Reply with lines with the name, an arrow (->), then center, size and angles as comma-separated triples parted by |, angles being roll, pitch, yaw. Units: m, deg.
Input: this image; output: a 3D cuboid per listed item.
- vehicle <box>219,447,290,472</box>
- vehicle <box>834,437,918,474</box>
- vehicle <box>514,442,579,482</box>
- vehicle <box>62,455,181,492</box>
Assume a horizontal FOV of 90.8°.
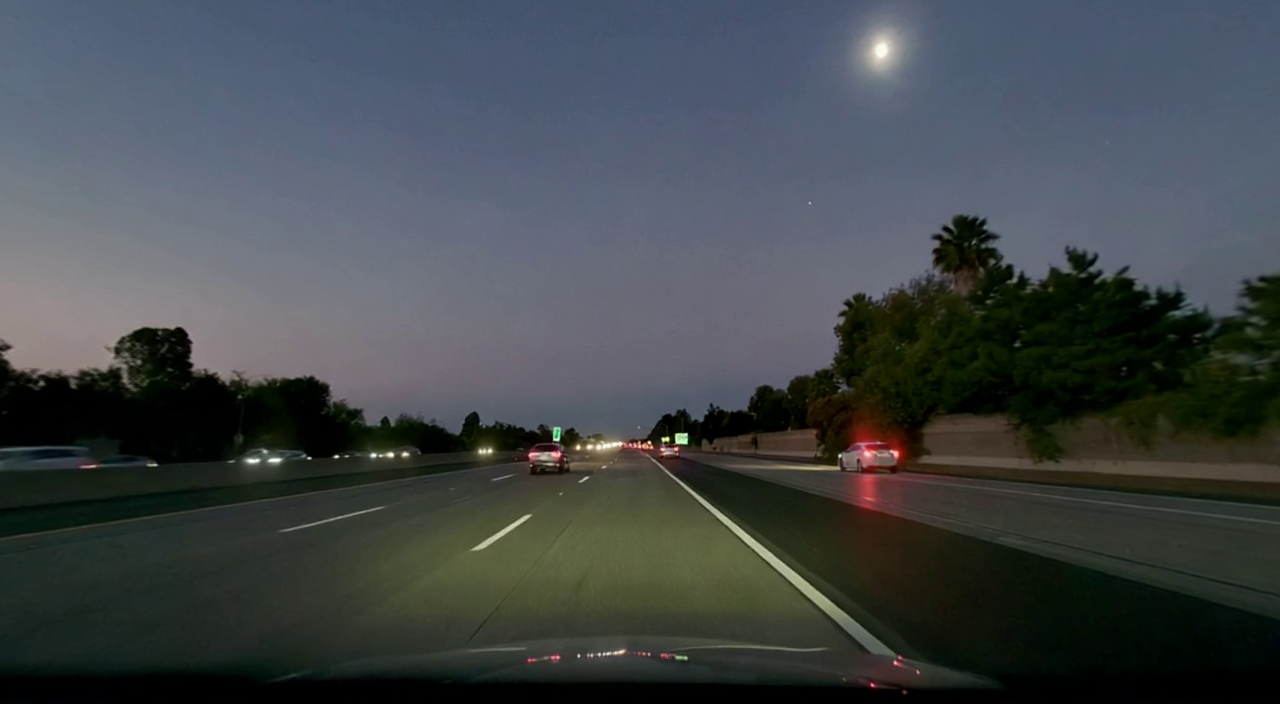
vehicle -> -27.448, 7.633, 45.169 | 2.027, 1.615, 4.717 | 0, -9, 1
vehicle -> 12.373, 5.472, 33.525 | 2.344, 1.783, 5.196 | 0, -9, -1
vehicle -> -3.793, 4.543, 26.433 | 2.052, 1.510, 4.301 | 0, -9, 1
vehicle -> -23.764, 5.533, 29.204 | 1.747, 1.444, 4.506 | -1, -8, -1
